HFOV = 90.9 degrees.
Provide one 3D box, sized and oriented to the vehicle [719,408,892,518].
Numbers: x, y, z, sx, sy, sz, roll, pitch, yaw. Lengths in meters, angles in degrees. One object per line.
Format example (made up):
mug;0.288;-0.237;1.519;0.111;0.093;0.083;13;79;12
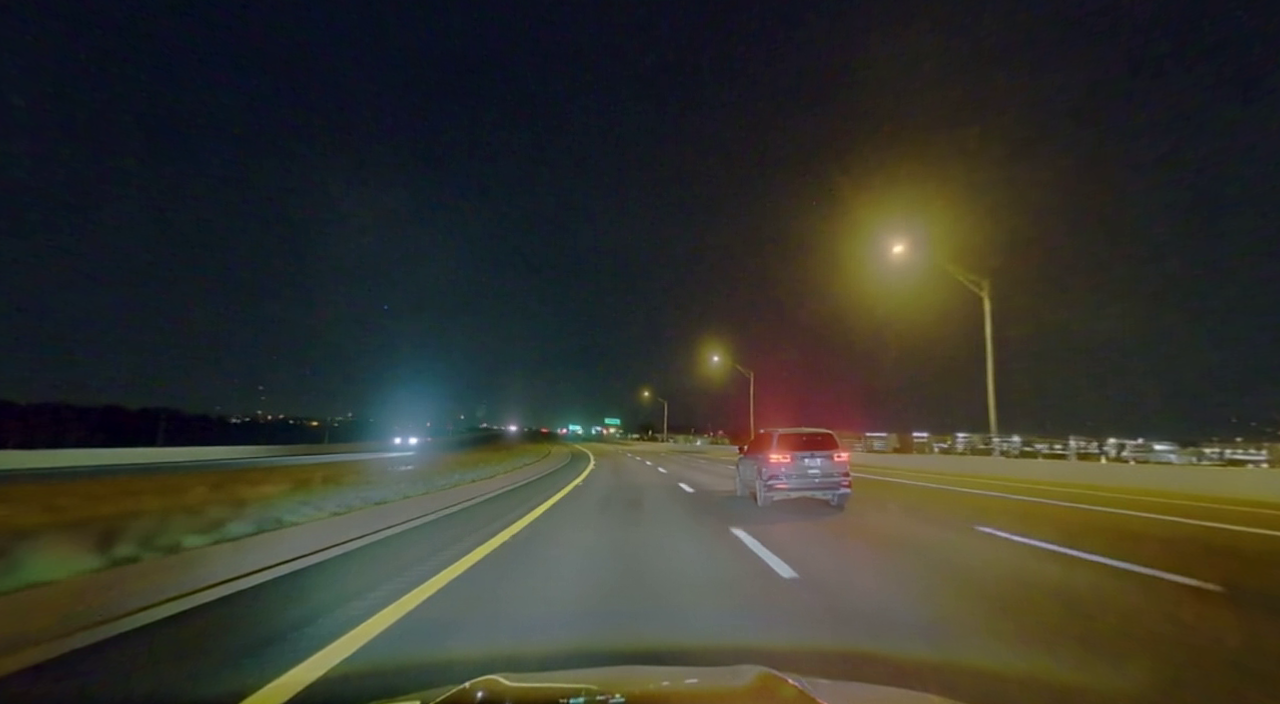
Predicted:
vehicle;2.894;2.065;12.179;2.059;1.715;4.192;0;-8;-2
